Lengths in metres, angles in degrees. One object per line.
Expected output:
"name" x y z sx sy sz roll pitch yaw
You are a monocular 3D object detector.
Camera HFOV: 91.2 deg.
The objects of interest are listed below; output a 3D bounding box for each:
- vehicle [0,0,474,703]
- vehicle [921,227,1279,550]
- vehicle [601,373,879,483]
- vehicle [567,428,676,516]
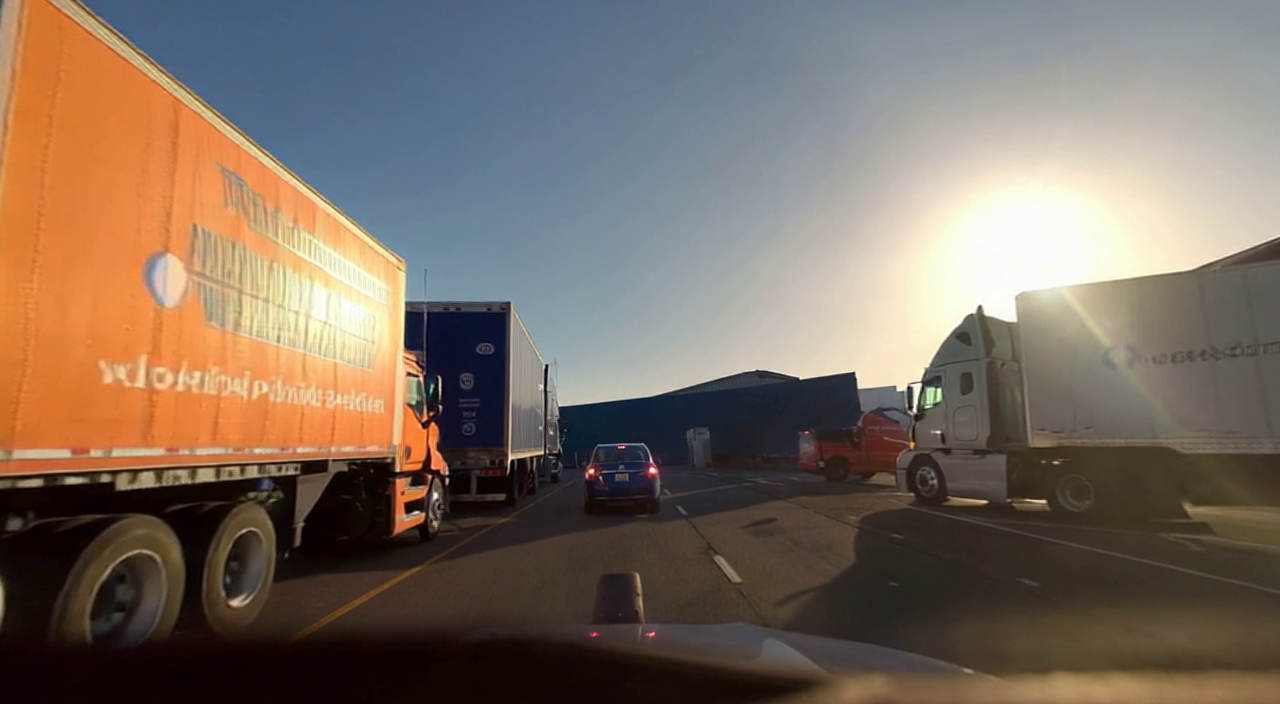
"vehicle" -3.991 0.509 5.018 2.986 3.391 9.523 0 -9 -2
"vehicle" 11.140 0.322 7.598 13.564 4.152 3.110 -9 -12 42
"vehicle" 3.743 3.704 30.015 2.877 4.124 14.516 3 -8 -41
"vehicle" -0.378 2.663 14.316 2.140 1.682 3.971 0 -9 0
